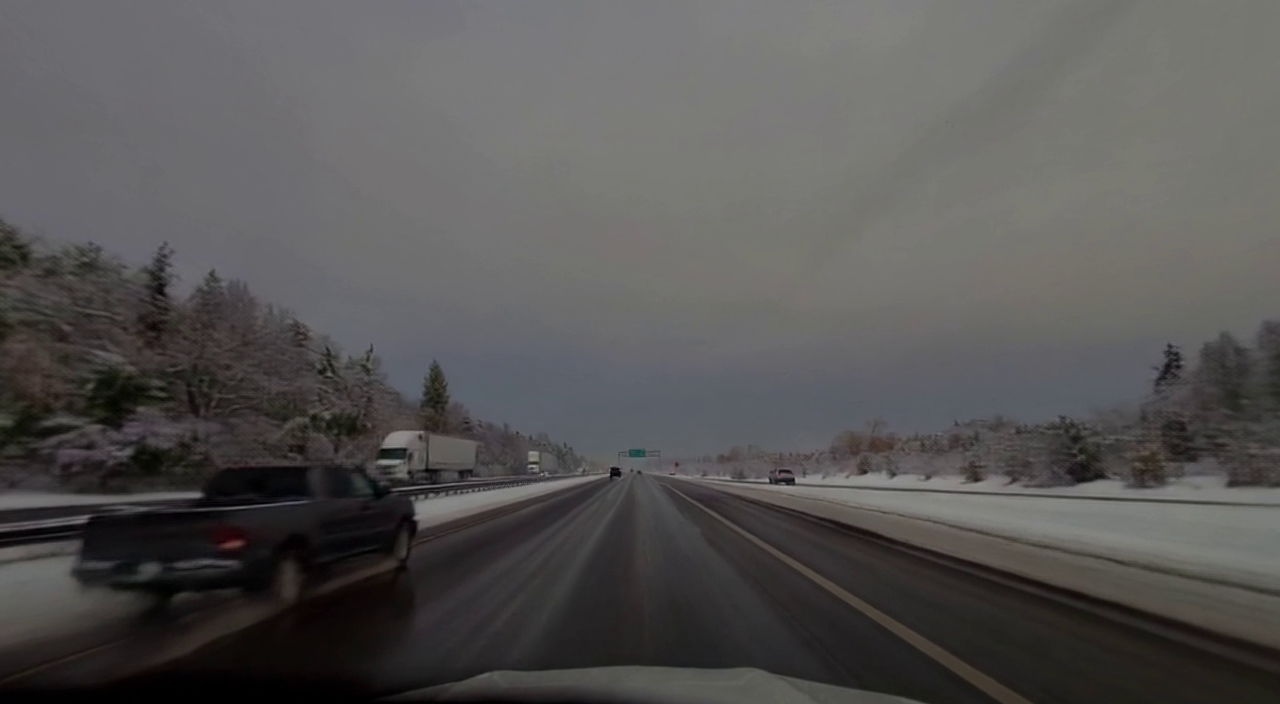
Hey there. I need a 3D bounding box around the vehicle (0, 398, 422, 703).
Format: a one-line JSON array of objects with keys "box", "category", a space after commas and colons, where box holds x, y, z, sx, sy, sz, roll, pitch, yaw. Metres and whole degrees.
[{"box": [-3.809, 1.491, 5.734, 1.912, 1.631, 4.672, 1, -11, 1], "category": "vehicle"}]
